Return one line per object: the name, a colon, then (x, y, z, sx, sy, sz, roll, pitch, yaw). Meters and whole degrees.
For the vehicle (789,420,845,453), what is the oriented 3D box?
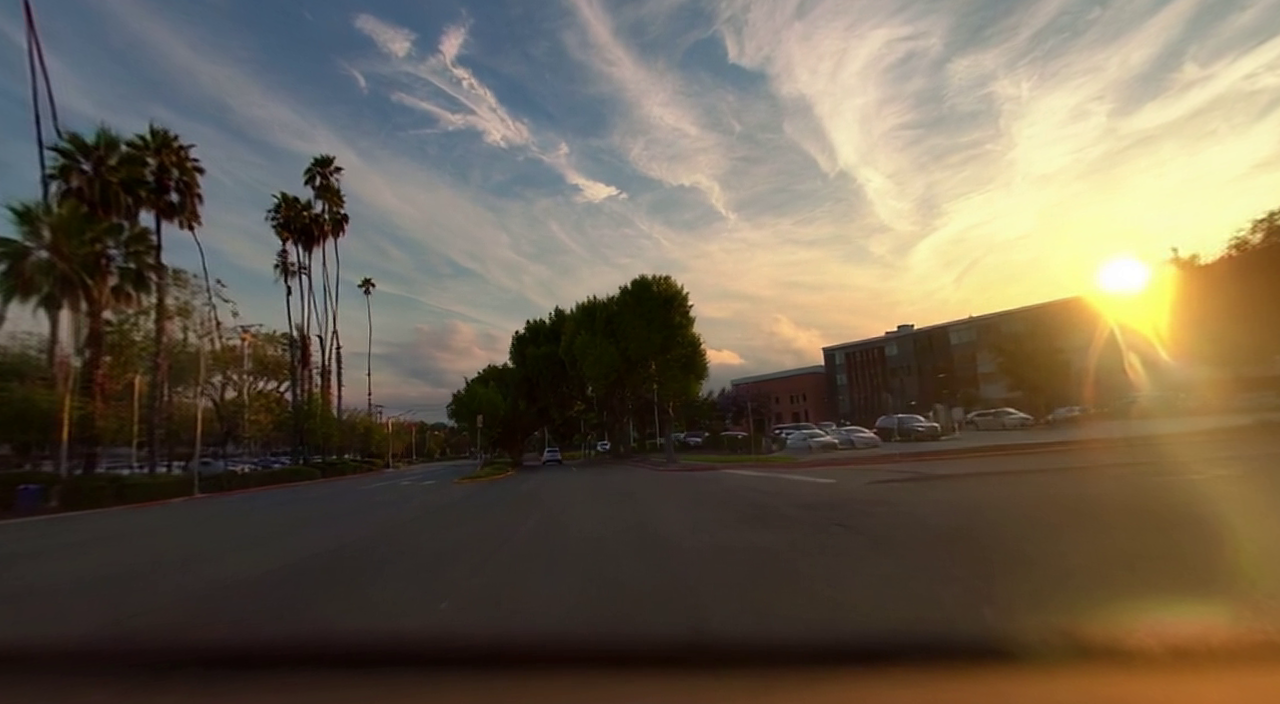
vehicle: (9.857, 4.810, 35.324, 2.196, 1.715, 4.918, -1, -9, 6)

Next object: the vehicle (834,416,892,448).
vehicle: (12.441, 4.539, 35.311, 2.065, 1.687, 4.584, -1, -9, 7)

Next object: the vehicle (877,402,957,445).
vehicle: (15.336, 4.071, 35.153, 2.237, 1.962, 5.424, -9, -9, 5)
